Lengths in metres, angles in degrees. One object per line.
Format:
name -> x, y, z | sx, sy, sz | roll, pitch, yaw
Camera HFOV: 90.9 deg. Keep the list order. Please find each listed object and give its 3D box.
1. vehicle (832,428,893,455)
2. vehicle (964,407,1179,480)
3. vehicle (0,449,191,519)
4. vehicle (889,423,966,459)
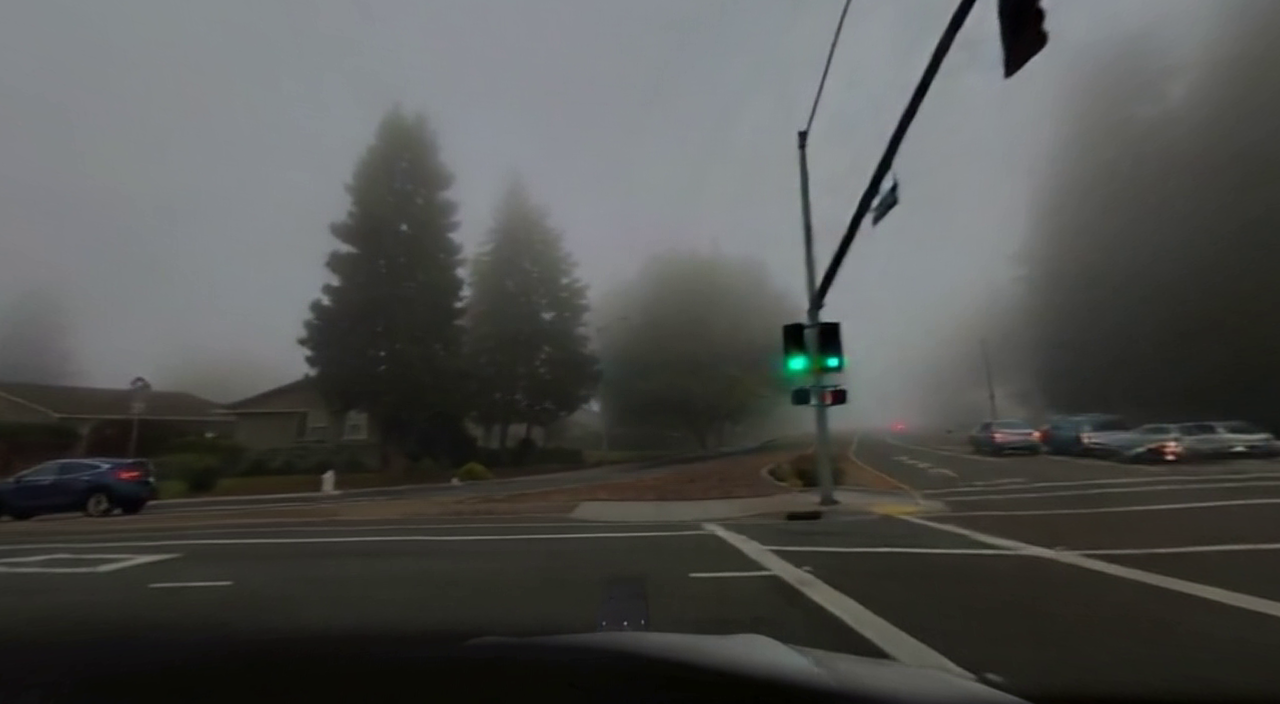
vehicle -> 14.954, 6.087, 42.698 | 2.159, 1.734, 4.462 | 1, -9, -6
vehicle -> 12.886, 2.845, 19.544 | 2.226, 1.897, 5.874 | 0, -9, -3
vehicle -> -16.286, 3.728, 18.184 | 4.995, 1.798, 2.102 | 4, -10, -26
vehicle -> 15.929, 5.000, 35.242 | 1.963, 1.850, 4.651 | 0, -9, -2
